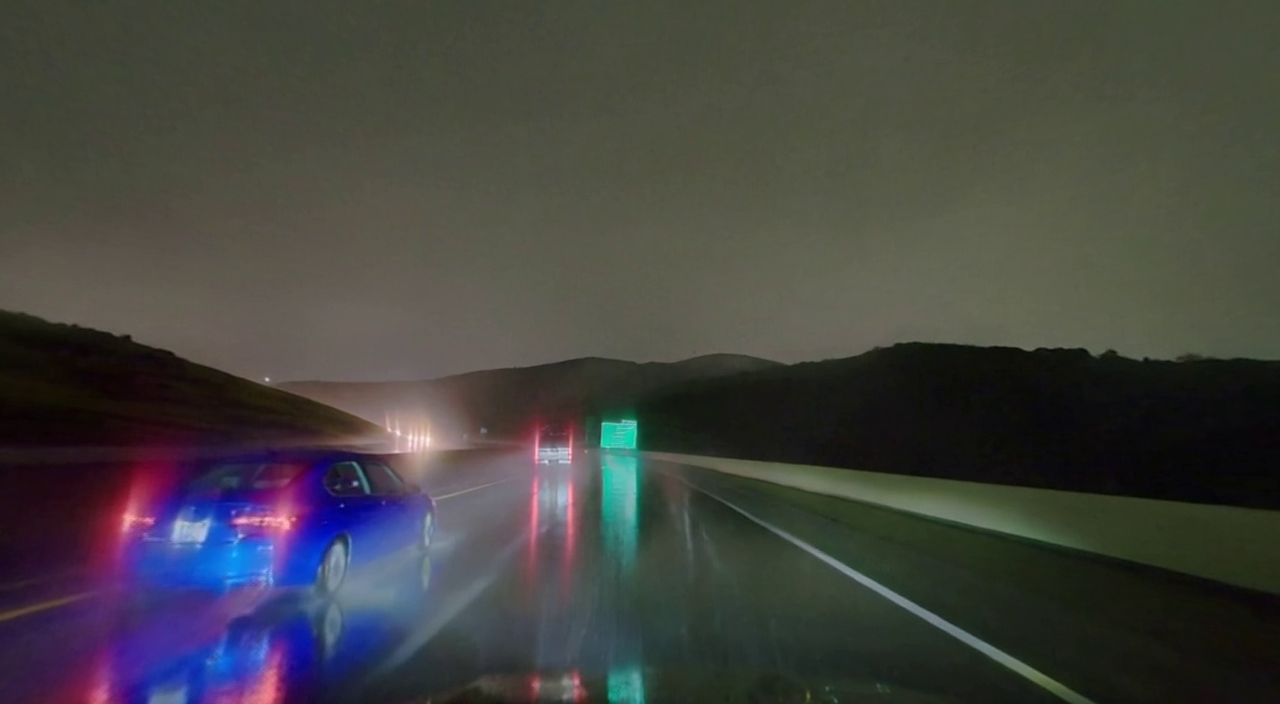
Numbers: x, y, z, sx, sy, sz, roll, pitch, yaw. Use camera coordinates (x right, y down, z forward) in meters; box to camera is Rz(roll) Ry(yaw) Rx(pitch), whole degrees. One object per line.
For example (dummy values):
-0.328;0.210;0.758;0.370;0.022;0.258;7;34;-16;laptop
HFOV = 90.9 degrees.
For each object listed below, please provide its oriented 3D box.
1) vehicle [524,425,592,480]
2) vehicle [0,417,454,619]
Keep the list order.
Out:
-3.557;4.509;28.507;2.444;2.204;5.568;0;-8;-1;vehicle
-3.871;1.601;7.123;2.097;1.511;4.585;0;-8;1;vehicle
